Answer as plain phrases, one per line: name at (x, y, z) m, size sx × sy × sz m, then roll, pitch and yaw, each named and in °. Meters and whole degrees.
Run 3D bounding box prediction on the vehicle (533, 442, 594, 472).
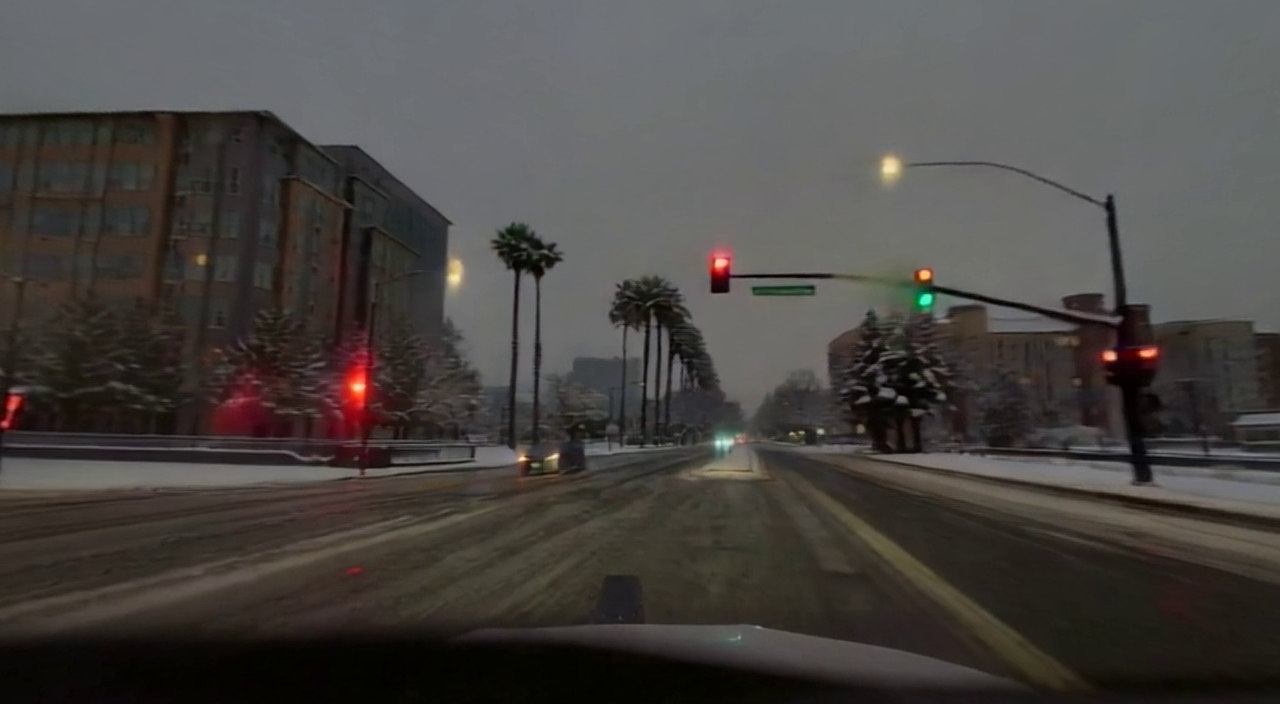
vehicle at (-3.933, 5.518, 33.340) m, size 2.149 × 1.477 × 4.186 m, roll -1°, pitch -9°, yaw 9°
